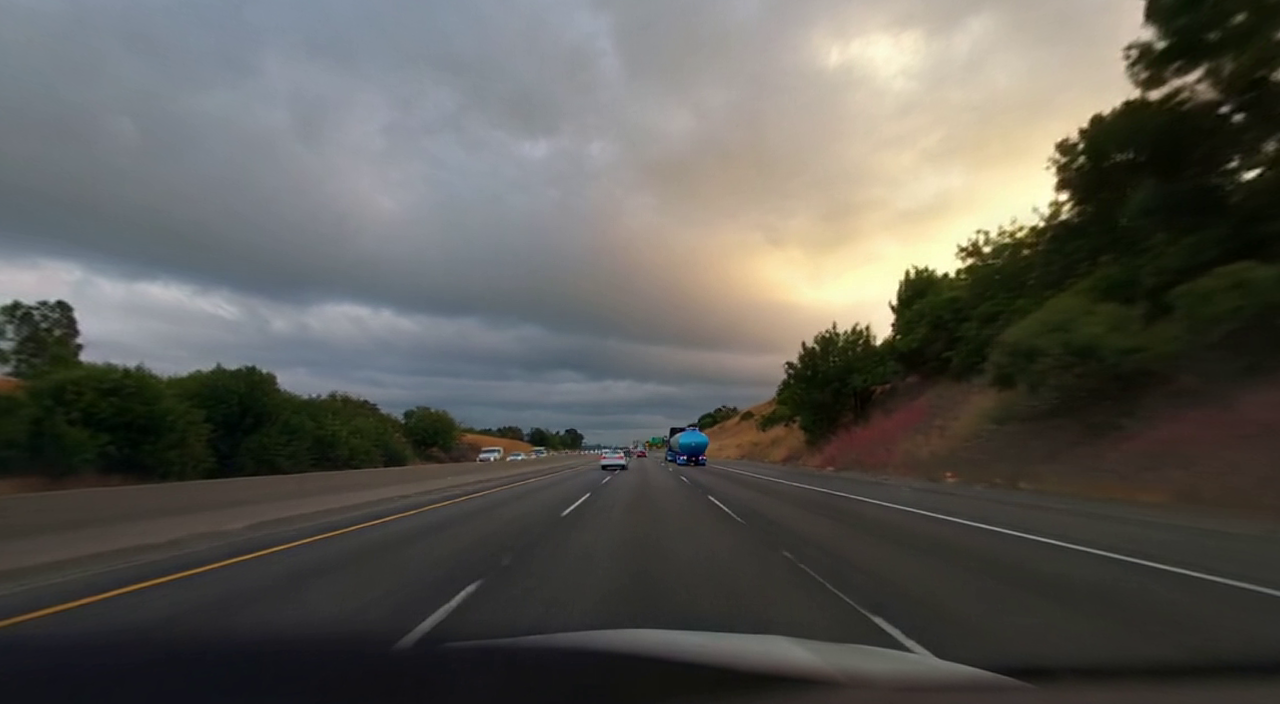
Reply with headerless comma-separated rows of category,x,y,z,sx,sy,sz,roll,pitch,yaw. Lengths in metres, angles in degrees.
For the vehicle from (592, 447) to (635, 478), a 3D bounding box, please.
vehicle,-1.334,5.794,33.231,2.013,1.498,3.908,-1,-9,1
